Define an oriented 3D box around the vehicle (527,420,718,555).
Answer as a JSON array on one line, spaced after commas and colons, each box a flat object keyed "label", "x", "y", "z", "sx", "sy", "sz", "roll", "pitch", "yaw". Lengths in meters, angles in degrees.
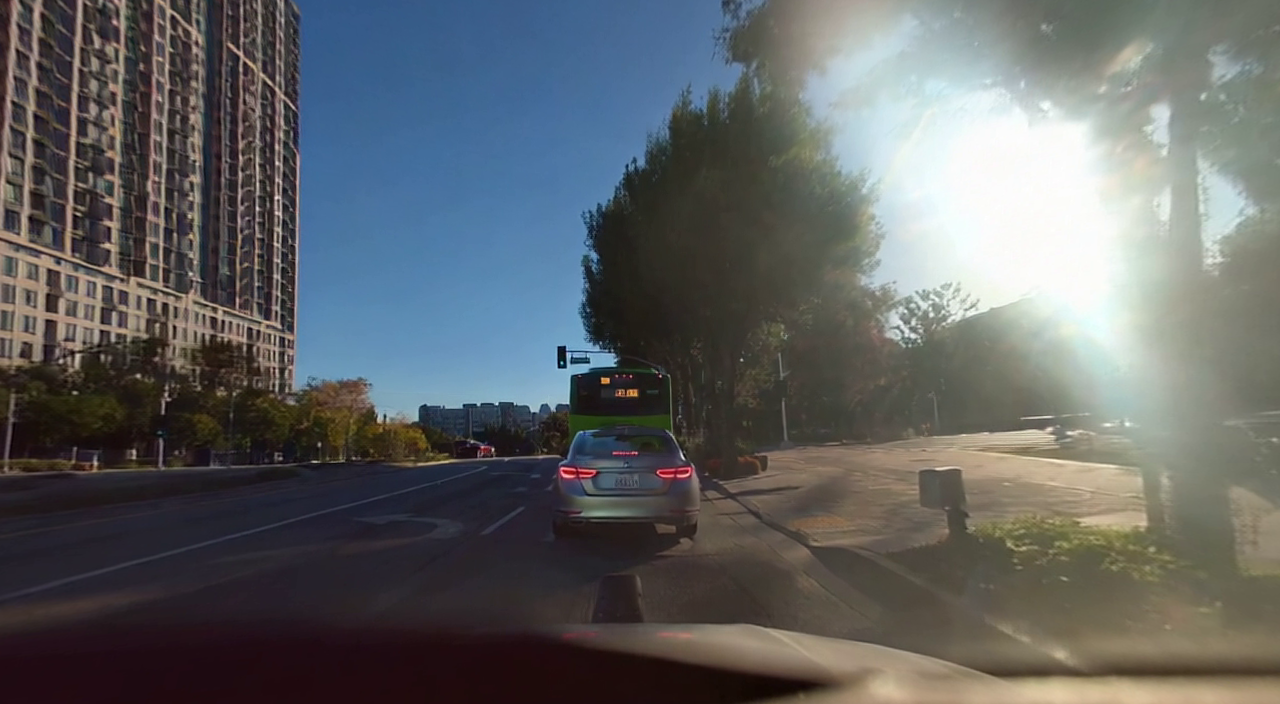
[{"label": "vehicle", "x": -0.232, "y": 1.734, "z": 8.856, "sx": 2.064, "sy": 1.452, "sz": 3.942, "roll": 0, "pitch": -8, "yaw": -1}]
